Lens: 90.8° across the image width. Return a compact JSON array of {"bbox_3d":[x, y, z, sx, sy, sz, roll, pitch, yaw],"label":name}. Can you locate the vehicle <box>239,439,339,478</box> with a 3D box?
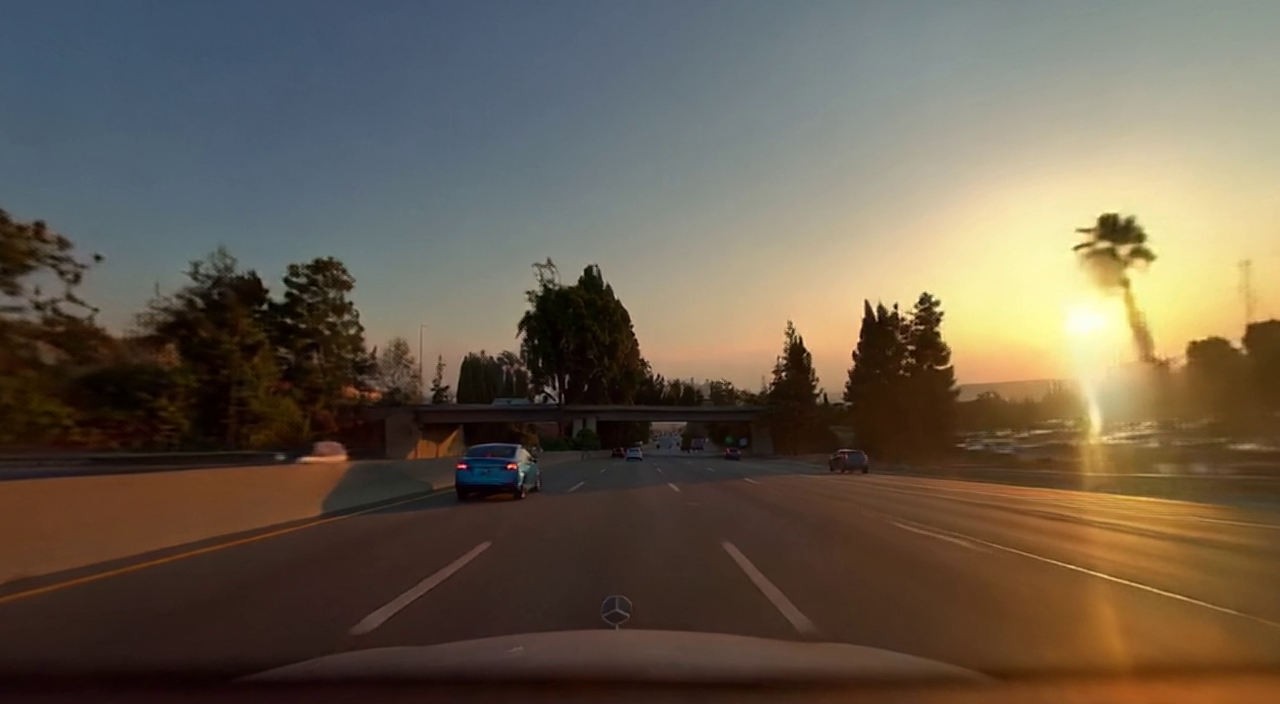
[{"bbox_3d":[-17.313,5.269,31.503,2.228,1.795,4.910,0,-9,-1],"label":"vehicle"}]

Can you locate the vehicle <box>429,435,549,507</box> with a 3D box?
[{"bbox_3d":[-3.746,3.041,16.639,1.996,1.617,4.637,0,-9,0],"label":"vehicle"}]
